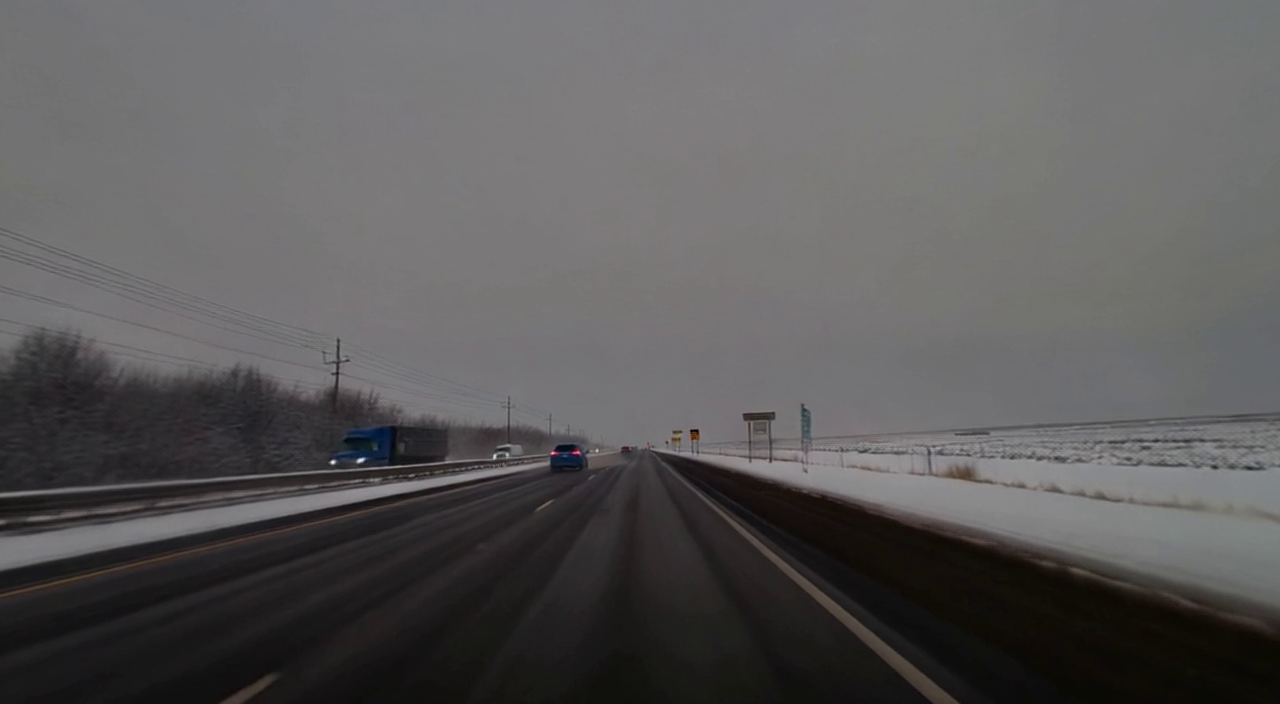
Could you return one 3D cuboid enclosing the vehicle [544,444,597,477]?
[{"bbox_3d":[-3.424,5.443,31.914,2.106,1.543,4.465,0,-9,1],"label":"vehicle"}]
